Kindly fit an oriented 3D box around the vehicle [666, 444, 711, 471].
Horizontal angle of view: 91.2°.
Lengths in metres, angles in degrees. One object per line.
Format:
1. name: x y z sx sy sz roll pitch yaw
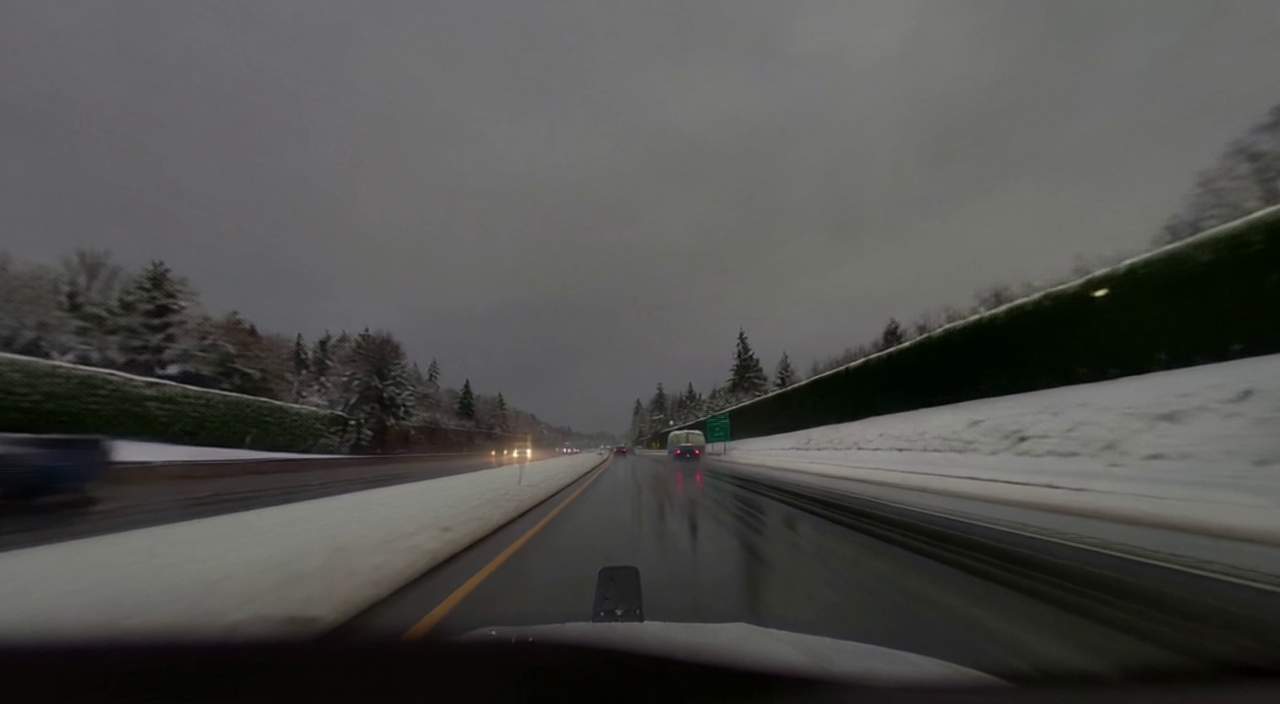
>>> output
1. vehicle: 2.888 6.390 38.126 2.244 1.498 4.338 0 -9 -2
